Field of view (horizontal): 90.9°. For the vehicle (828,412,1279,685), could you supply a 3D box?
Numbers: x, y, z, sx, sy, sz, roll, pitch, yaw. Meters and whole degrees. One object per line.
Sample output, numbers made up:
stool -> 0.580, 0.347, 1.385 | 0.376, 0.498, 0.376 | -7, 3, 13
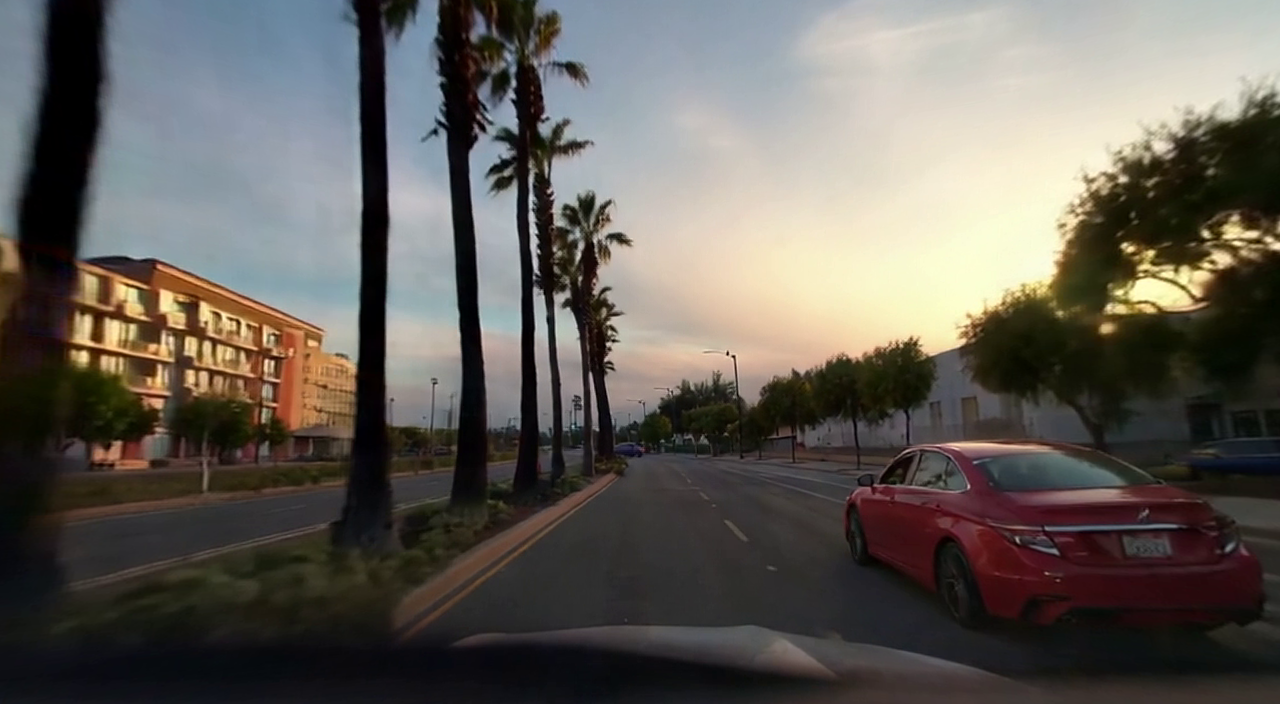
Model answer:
vehicle -> 3.359, 1.448, 5.841 | 1.867, 1.554, 4.301 | 0, -8, 0
